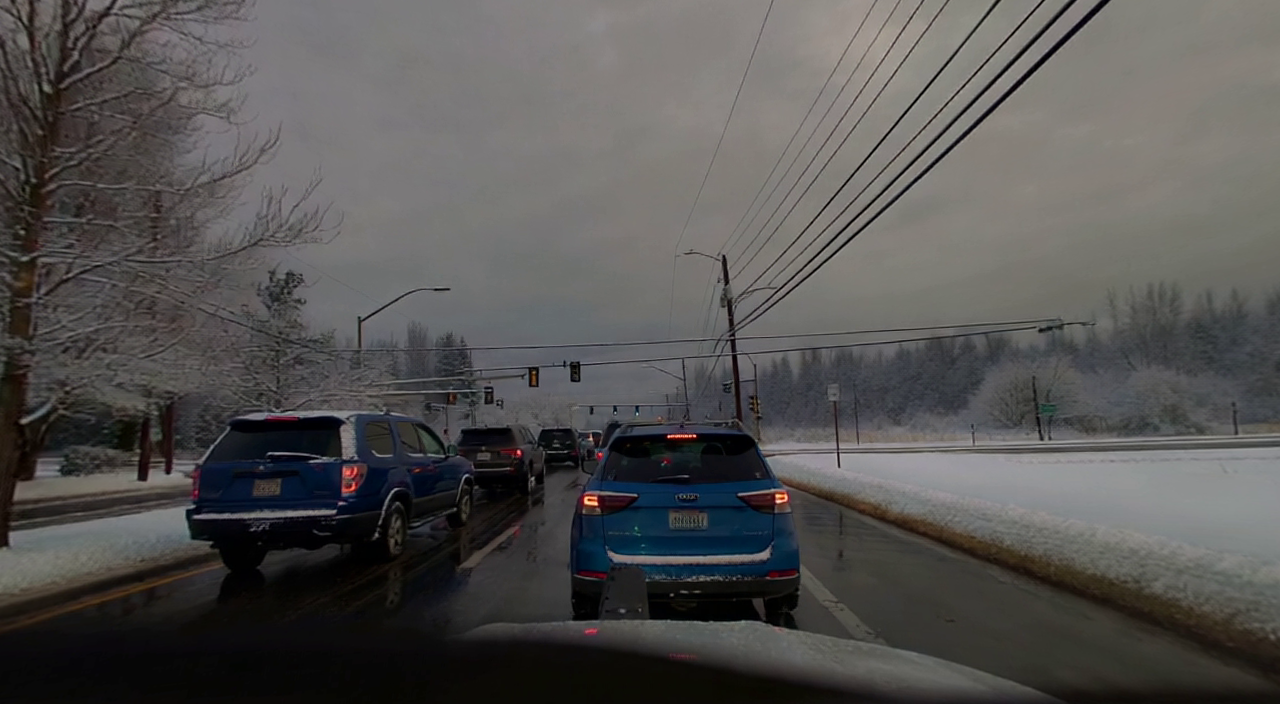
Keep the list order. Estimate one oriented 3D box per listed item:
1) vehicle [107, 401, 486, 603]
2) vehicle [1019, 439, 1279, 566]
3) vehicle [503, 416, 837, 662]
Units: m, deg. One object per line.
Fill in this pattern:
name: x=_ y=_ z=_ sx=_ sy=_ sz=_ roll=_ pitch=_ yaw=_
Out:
vehicle: x=-3.473 y=1.606 z=7.637 sx=2.105 sy=1.706 sz=4.337 roll=0 pitch=-9 yaw=0
vehicle: x=8.387 y=2.151 z=9.920 sx=1.993 sy=1.508 sz=4.521 roll=0 pitch=-9 yaw=-1
vehicle: x=0.116 y=1.446 z=5.963 sx=2.056 sy=1.487 sz=4.003 roll=0 pitch=-9 yaw=-2
